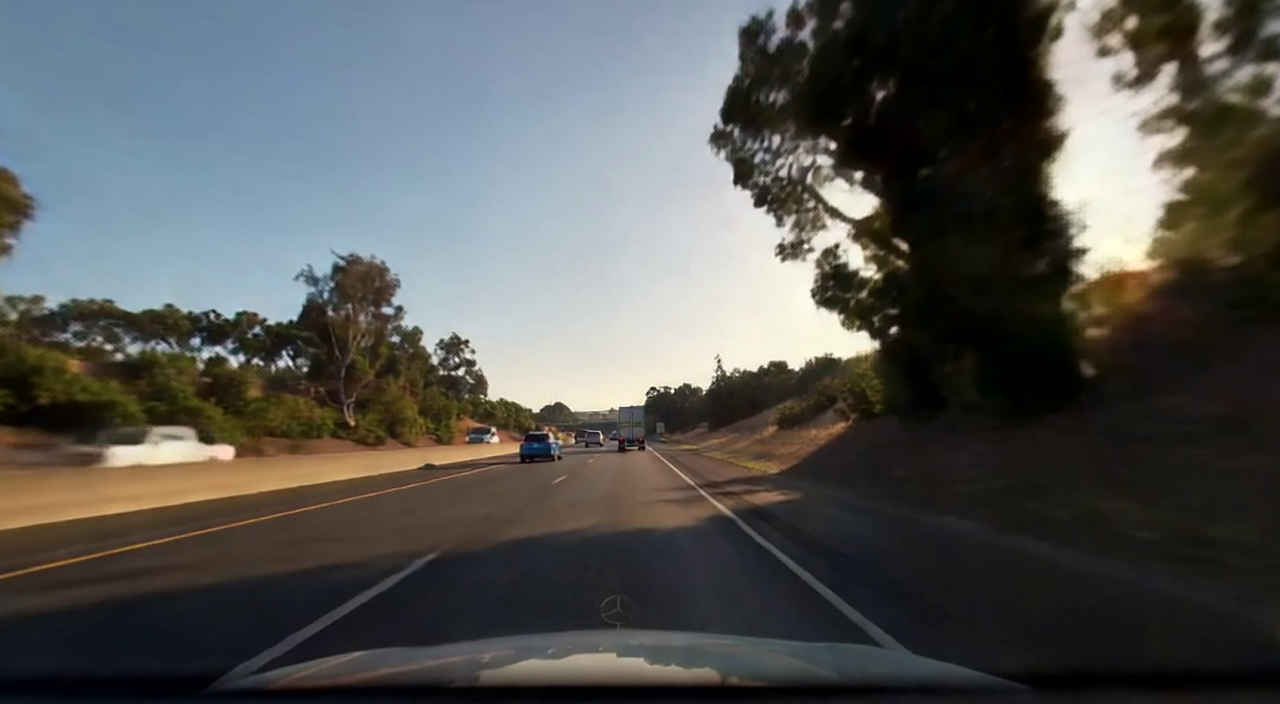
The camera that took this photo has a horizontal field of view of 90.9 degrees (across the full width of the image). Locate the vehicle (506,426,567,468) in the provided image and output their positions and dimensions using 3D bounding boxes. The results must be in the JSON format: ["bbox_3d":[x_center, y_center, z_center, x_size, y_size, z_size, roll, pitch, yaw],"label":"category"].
[{"bbox_3d":[-4.551,4.236,28.403,2.049,1.726,4.291,0,-8,0],"label":"vehicle"}]

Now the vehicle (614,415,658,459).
[{"bbox_3d":[-0.299,5.239,39.003,2.526,2.531,5.026,0,-8,-1],"label":"vehicle"}]

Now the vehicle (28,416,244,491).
[{"bbox_3d":[-13.219,2.674,17.018,2.137,1.726,4.503,0,-8,-1],"label":"vehicle"}]
